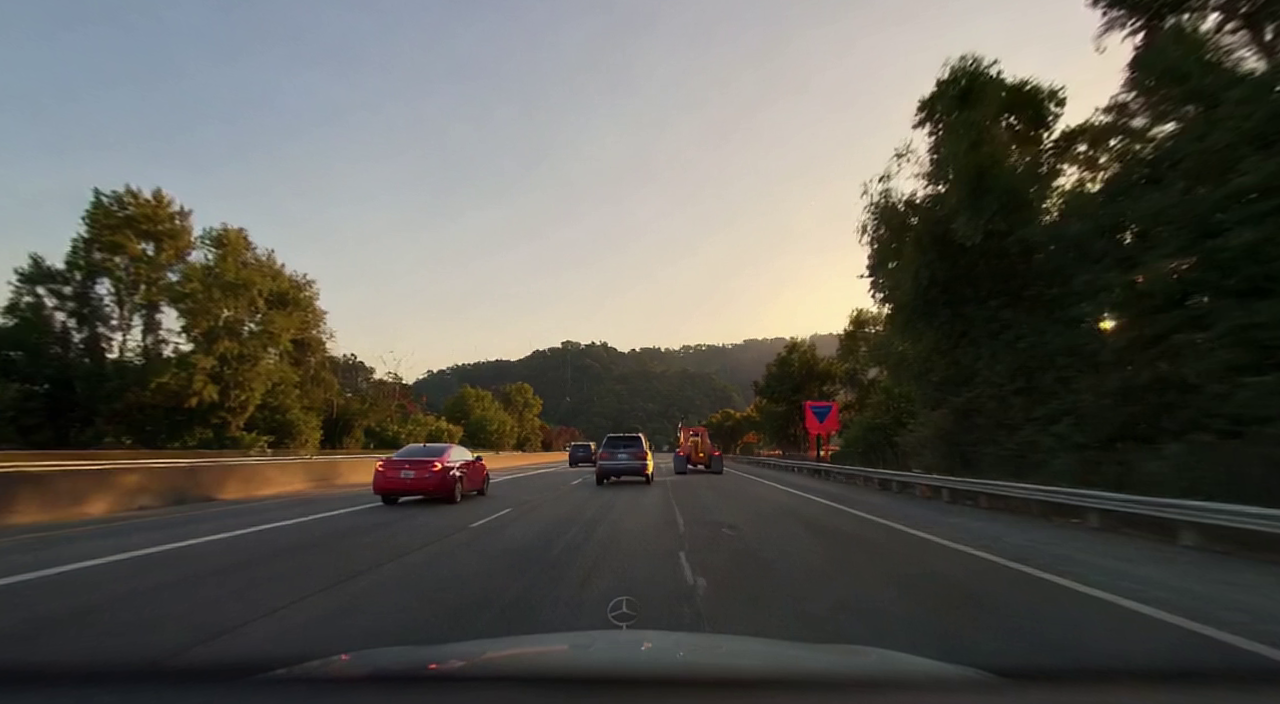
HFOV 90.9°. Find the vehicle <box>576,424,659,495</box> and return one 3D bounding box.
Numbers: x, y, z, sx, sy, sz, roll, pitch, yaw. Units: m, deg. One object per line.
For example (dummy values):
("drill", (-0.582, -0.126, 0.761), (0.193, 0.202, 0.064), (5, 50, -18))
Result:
("vehicle", (-0.582, 3.412, 20.299), (2.308, 1.993, 4.631), (0, -8, 2))

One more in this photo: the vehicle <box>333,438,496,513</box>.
("vehicle", (-5.008, 2.792, 14.819), (2.096, 1.469, 4.319), (0, -8, 2))

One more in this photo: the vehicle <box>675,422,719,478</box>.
("vehicle", (4.198, 7.503, 48.643), (2.793, 3.828, 9.580), (0, -8, 2))
